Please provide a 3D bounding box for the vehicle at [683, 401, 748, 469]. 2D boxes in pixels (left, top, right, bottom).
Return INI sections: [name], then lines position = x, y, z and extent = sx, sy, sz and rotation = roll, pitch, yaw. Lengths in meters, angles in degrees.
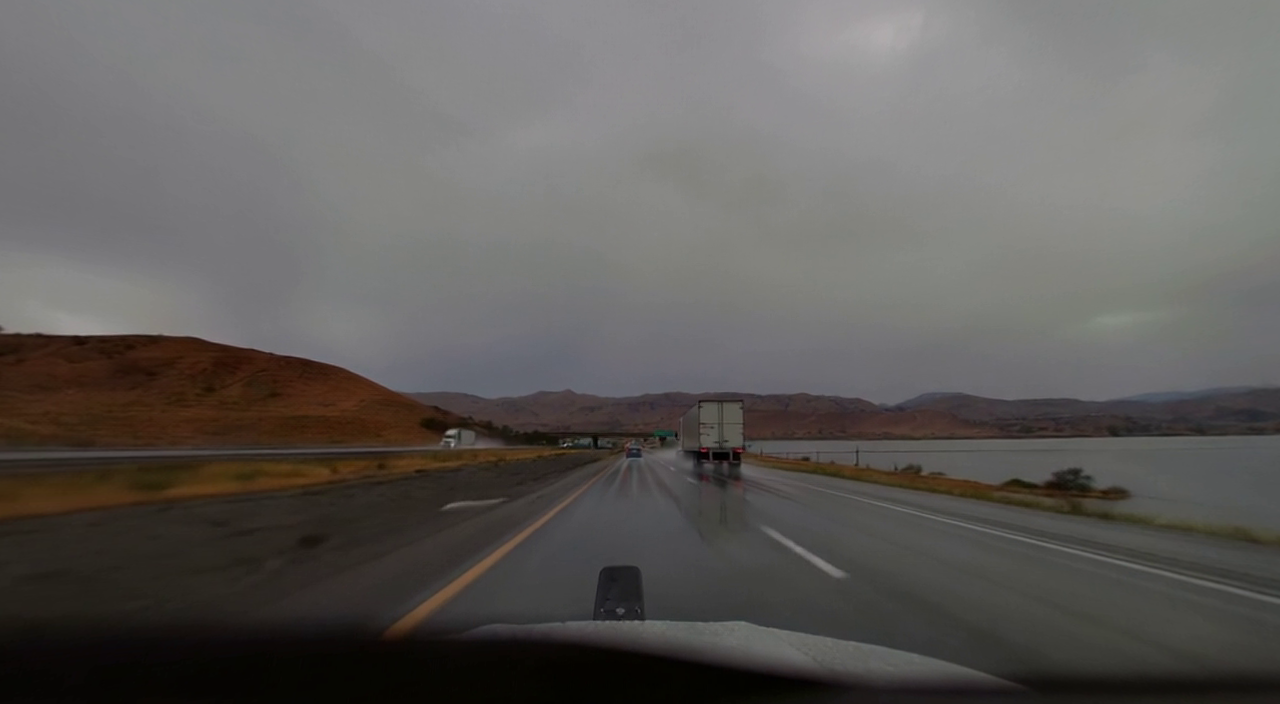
[vehicle]
position = 4.953, 5.968, 44.253
extent = 3.035, 4.005, 13.454
rotation = 0, -9, 1
